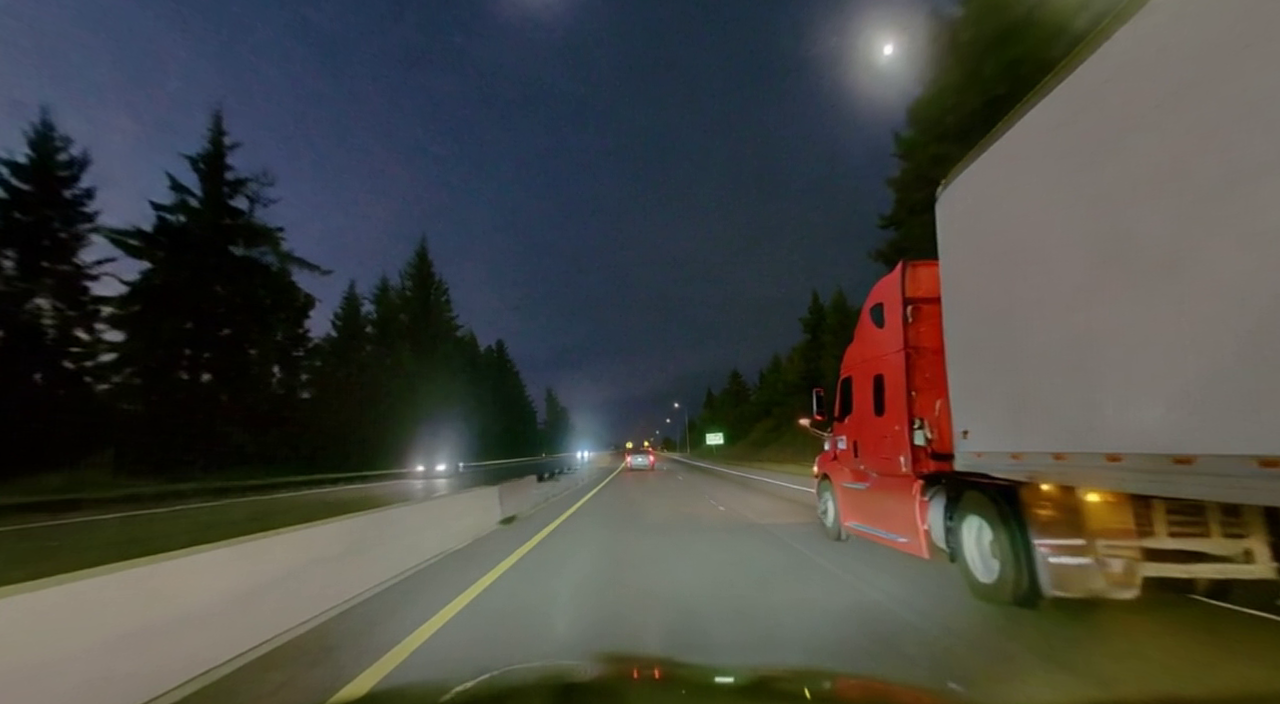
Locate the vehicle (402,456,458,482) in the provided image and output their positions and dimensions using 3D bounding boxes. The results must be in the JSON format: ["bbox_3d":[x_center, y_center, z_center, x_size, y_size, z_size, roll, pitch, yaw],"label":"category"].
[{"bbox_3d":[-12.781,7.142,38.622,1.954,1.466,4.106,0,-9,0],"label":"vehicle"}]

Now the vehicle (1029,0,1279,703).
[{"bbox_3d":[4.199,-0.369,1.279,2.945,3.903,5.826,0,-9,1],"label":"vehicle"}]

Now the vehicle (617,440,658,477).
[{"bbox_3d":[-0.146,5.878,34.905,2.105,1.865,4.102,0,-9,0],"label":"vehicle"}]
